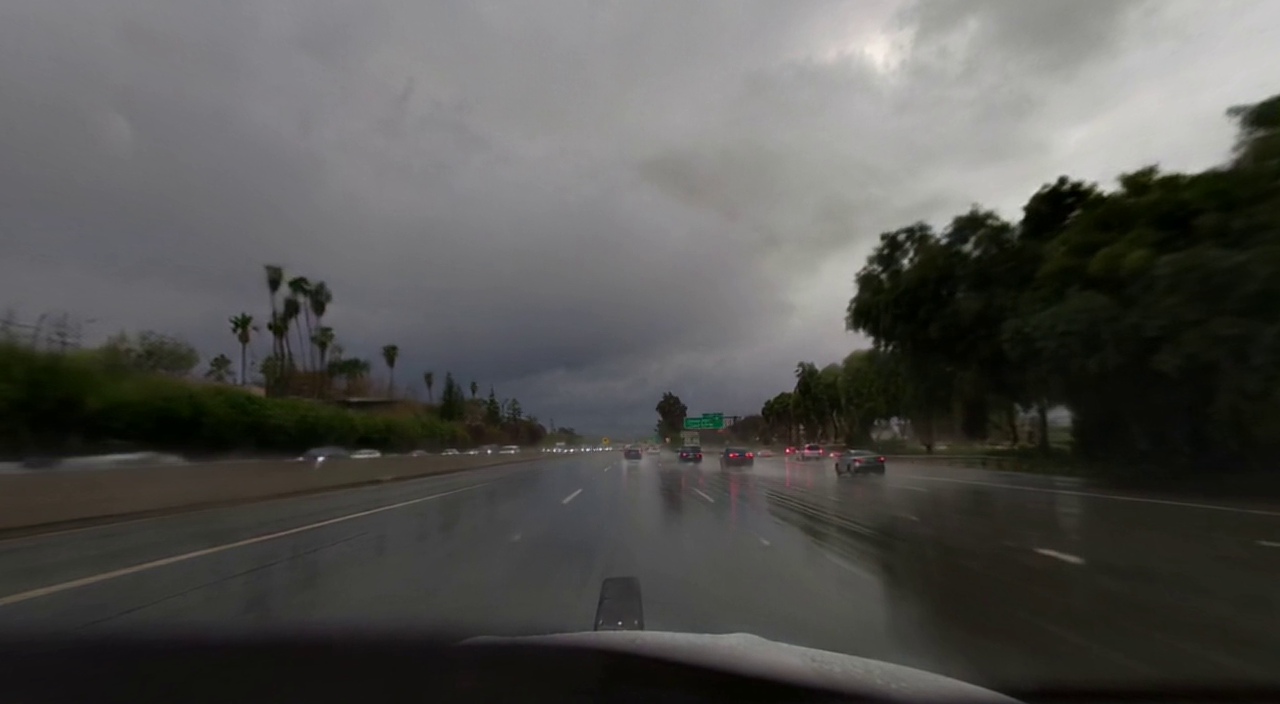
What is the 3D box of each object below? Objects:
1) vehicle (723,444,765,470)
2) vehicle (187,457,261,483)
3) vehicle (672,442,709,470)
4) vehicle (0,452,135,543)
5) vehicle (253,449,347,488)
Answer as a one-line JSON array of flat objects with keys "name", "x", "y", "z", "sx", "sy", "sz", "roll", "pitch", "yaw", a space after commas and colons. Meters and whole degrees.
[{"name": "vehicle", "x": 6.761, "y": 6.861, "z": 41.330, "sx": 1.902, "sy": 1.623, "sz": 4.360, "roll": 0, "pitch": -8, "yaw": -2}, {"name": "vehicle", "x": -28.057, "y": 7.947, "z": 42.662, "sx": 1.886, "sy": 1.545, "sz": 4.647, "roll": 0, "pitch": -8, "yaw": 0}, {"name": "vehicle", "x": 3.239, "y": 6.752, "z": 41.125, "sx": 2.035, "sy": 1.704, "sz": 3.867, "roll": 0, "pitch": -8, "yaw": -2}, {"name": "vehicle", "x": -11.858, "y": 2.556, "z": 11.195, "sx": 1.980, "sy": 1.494, "sz": 4.511, "roll": 0, "pitch": -8, "yaw": 0}, {"name": "vehicle", "x": -17.029, "y": 5.803, "z": 31.858, "sx": 2.088, "sy": 1.769, "sz": 4.968, "roll": 0, "pitch": -8, "yaw": -2}]
